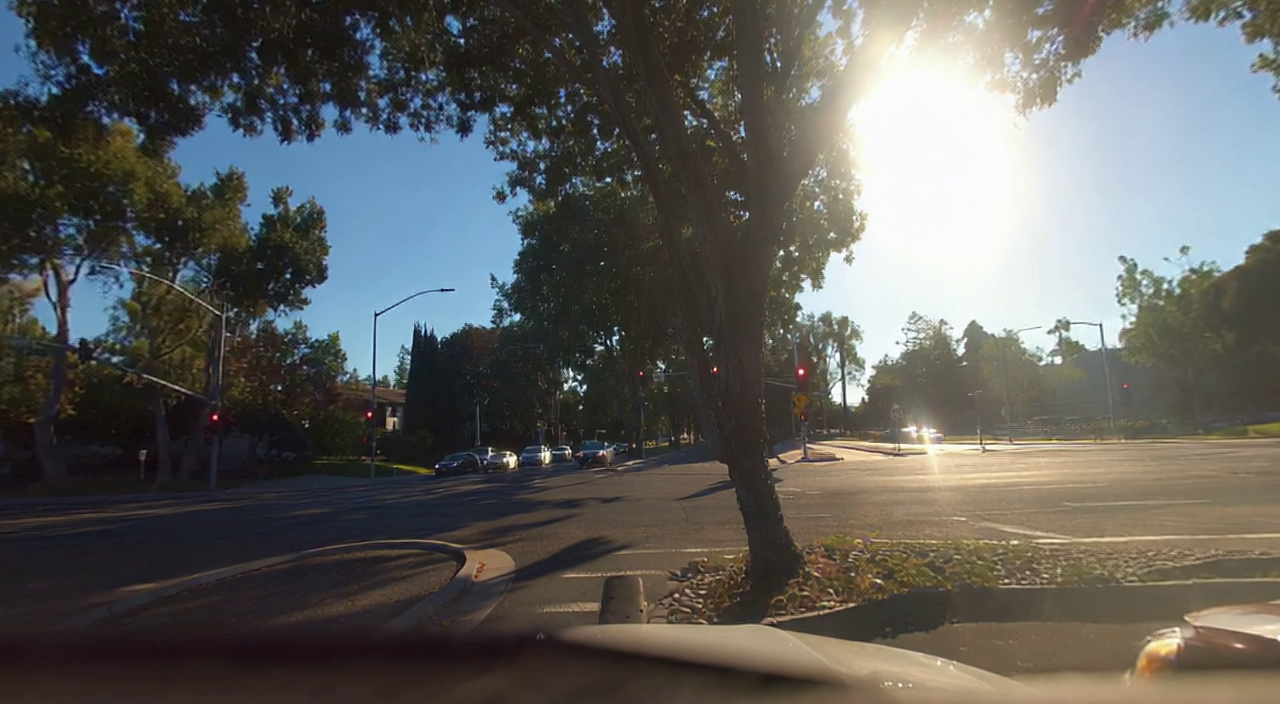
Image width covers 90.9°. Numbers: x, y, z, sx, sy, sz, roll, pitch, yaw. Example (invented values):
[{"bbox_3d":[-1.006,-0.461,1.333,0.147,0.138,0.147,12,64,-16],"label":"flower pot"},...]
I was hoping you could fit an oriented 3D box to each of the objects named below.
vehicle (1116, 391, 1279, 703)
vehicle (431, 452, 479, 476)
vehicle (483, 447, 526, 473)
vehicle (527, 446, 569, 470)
[{"bbox_3d":[3.053,0.619,0.421,1.978,1.468,4.544,0,-9,1],"label":"vehicle"},{"bbox_3d":[-13.434,8.118,45.983,2.101,1.637,4.304,0,-9,1],"label":"vehicle"},{"bbox_3d":[-9.803,7.835,45.939,2.064,1.725,4.243,0,-9,1],"label":"vehicle"},{"bbox_3d":[-6.572,7.607,45.497,2.126,1.657,4.307,-1,-9,3],"label":"vehicle"}]
